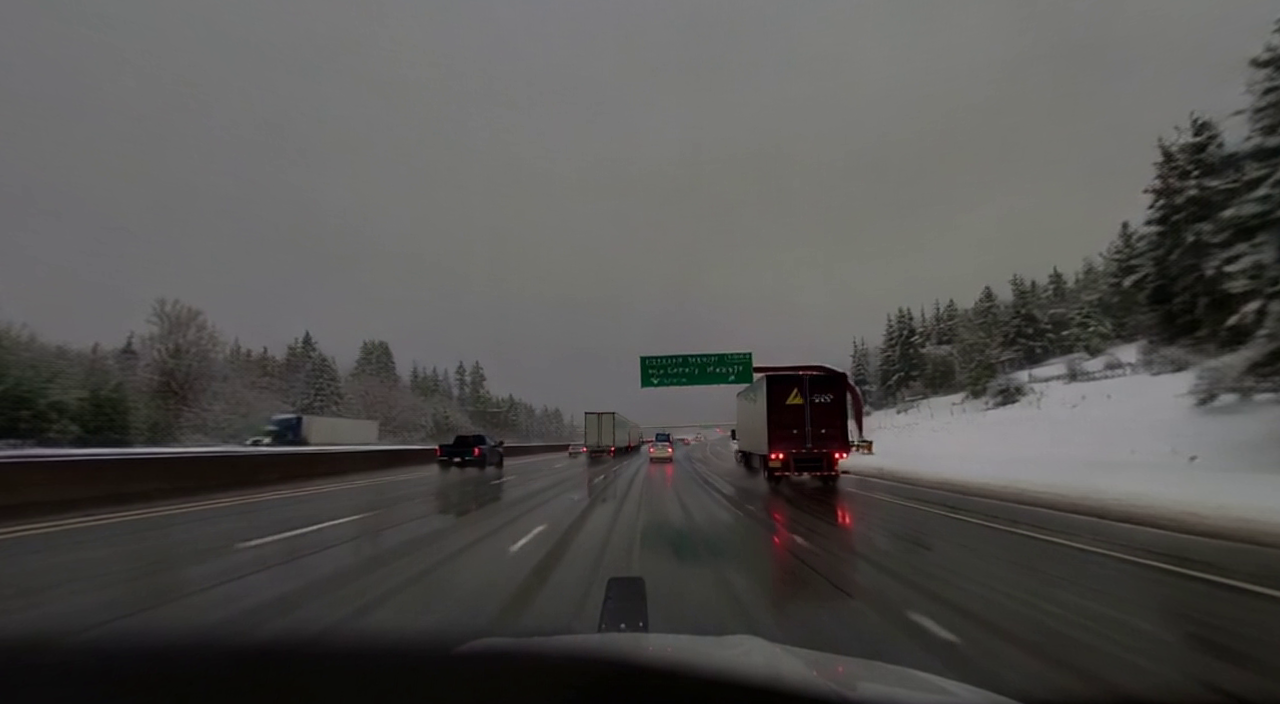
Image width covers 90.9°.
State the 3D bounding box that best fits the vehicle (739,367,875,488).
[{"bbox_3d":[5.391,2.724,22.037,2.895,3.484,7.631,0,-8,2],"label":"vehicle"}]

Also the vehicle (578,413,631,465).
[{"bbox_3d":[-2.212,5.847,42.249,2.745,3.156,7.608,0,-8,3],"label":"vehicle"}]

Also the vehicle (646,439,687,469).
[{"bbox_3d":[1.424,5.572,34.680,2.105,1.502,4.068,0,-8,1],"label":"vehicle"}]

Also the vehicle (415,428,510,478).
[{"bbox_3d":[-7.074,4.099,25.837,2.272,1.850,5.156,0,-8,1],"label":"vehicle"}]
